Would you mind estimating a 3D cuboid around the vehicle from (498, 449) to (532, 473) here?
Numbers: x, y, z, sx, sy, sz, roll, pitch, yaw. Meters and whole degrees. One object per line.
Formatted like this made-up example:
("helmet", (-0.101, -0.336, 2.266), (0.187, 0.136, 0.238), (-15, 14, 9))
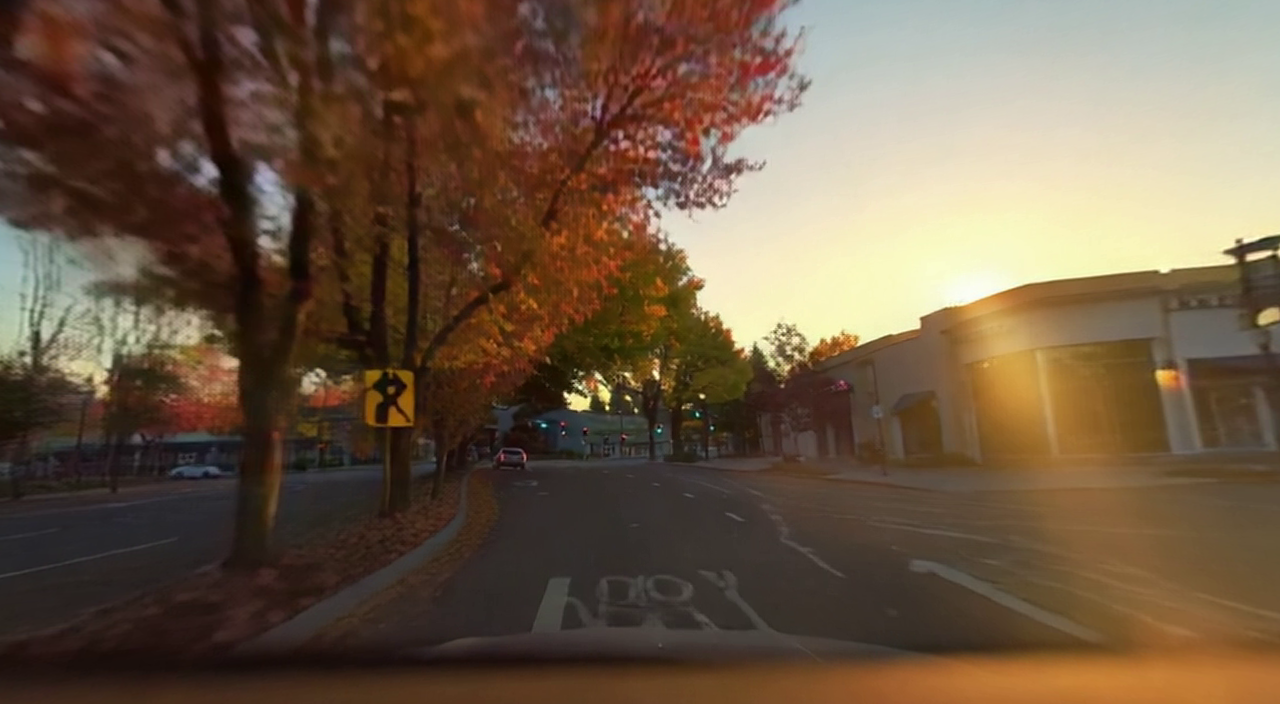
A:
("vehicle", (-8.394, 7.256, 41.960), (2.018, 1.512, 4.304), (2, -10, -13))
